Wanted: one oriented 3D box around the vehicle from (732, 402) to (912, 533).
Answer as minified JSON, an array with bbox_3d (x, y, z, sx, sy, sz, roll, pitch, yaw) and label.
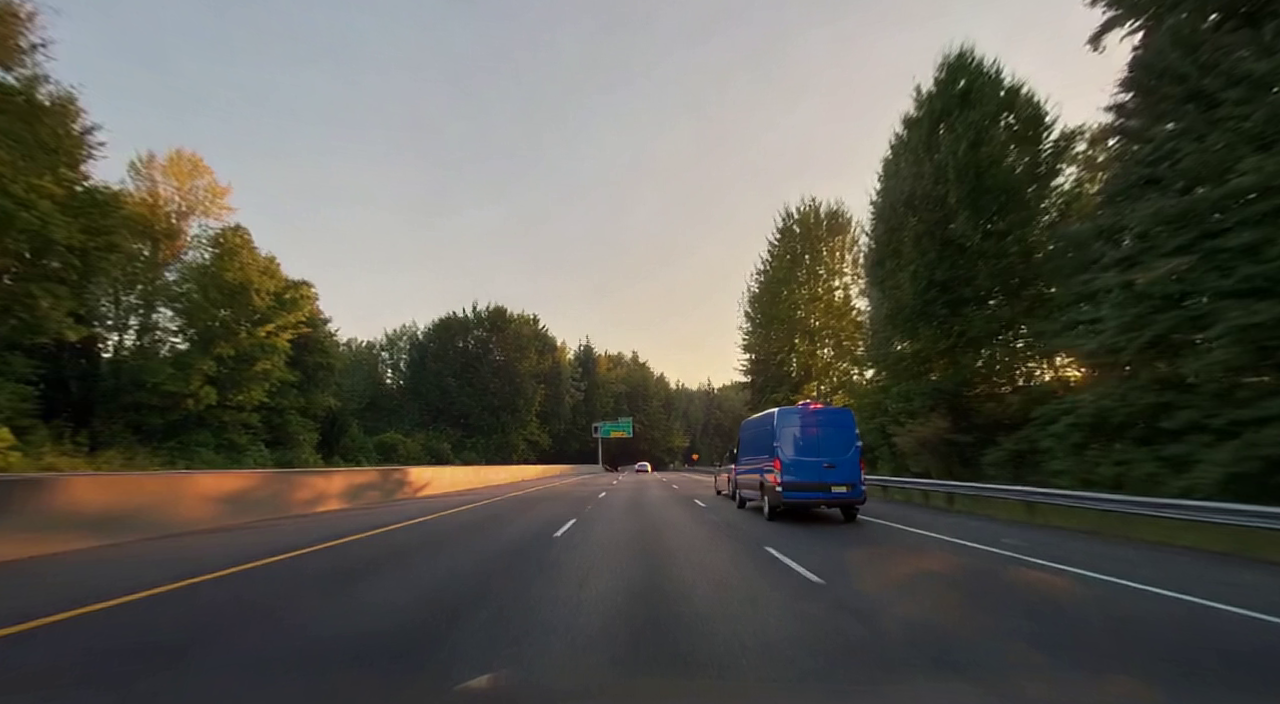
[{"bbox_3d":[4.330,3.039,16.725,2.737,2.711,6.687,1,-10,0],"label":"vehicle"}]
